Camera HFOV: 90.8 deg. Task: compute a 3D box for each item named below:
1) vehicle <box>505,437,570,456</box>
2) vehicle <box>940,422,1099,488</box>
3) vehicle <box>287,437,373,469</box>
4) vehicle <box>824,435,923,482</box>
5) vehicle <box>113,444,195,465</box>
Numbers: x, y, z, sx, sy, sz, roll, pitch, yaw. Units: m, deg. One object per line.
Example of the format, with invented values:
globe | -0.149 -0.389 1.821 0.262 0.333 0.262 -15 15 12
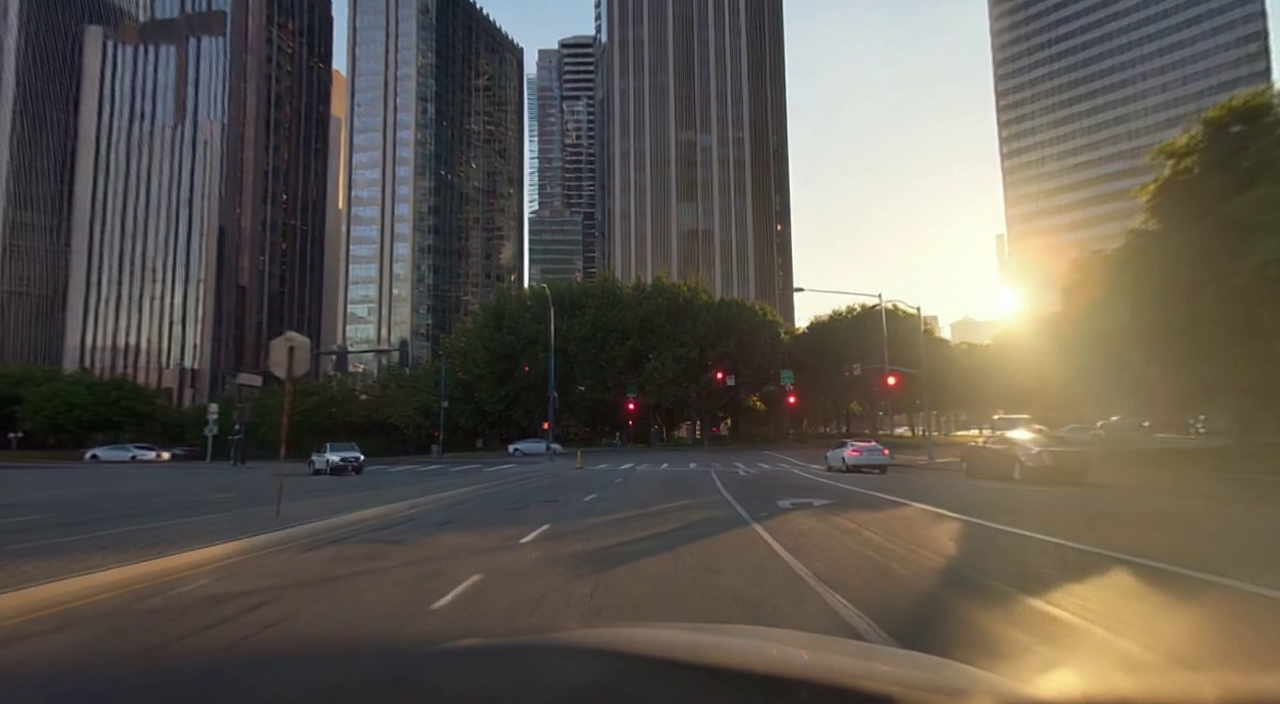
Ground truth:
vehicle | -8.055 7.446 49.810 4.762 1.420 1.814 -1 -8 1
vehicle | 11.697 3.225 20.009 2.027 1.810 4.854 0 -8 0
vehicle | -19.521 6.336 39.802 4.779 1.910 2.125 -4 -9 21
vehicle | 8.309 3.826 23.032 1.936 1.489 4.885 -1 -8 2
vehicle | -35.600 7.509 46.371 4.503 1.475 1.789 0 -8 0
